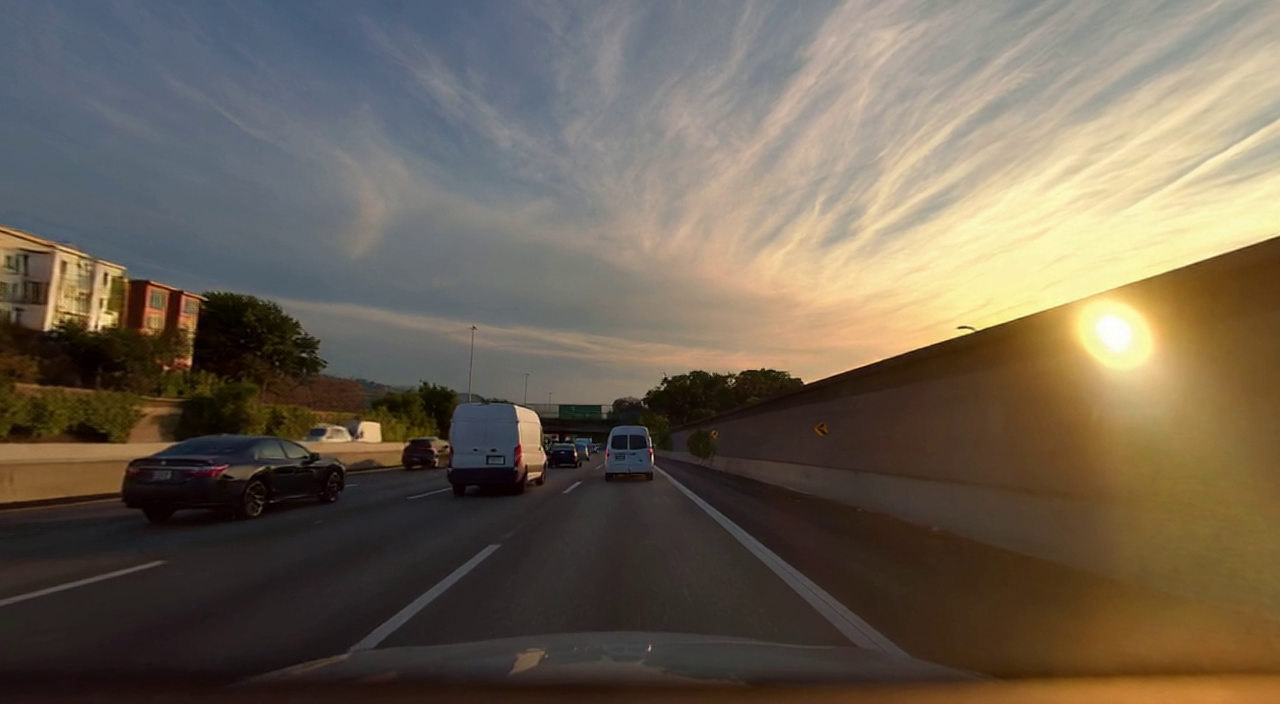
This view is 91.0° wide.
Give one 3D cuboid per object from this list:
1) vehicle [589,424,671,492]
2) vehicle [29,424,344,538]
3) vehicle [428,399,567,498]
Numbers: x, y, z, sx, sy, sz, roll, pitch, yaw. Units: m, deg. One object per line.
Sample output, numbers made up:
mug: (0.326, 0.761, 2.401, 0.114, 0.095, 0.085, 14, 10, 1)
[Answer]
vehicle: (-0.263, 3.173, 19.103, 2.207, 1.807, 4.199, 0, -9, 0)
vehicle: (-7.111, 2.067, 10.697, 1.959, 1.493, 4.575, 0, -9, 0)
vehicle: (-3.642, 2.682, 17.619, 2.504, 2.276, 5.933, 0, -9, 0)
